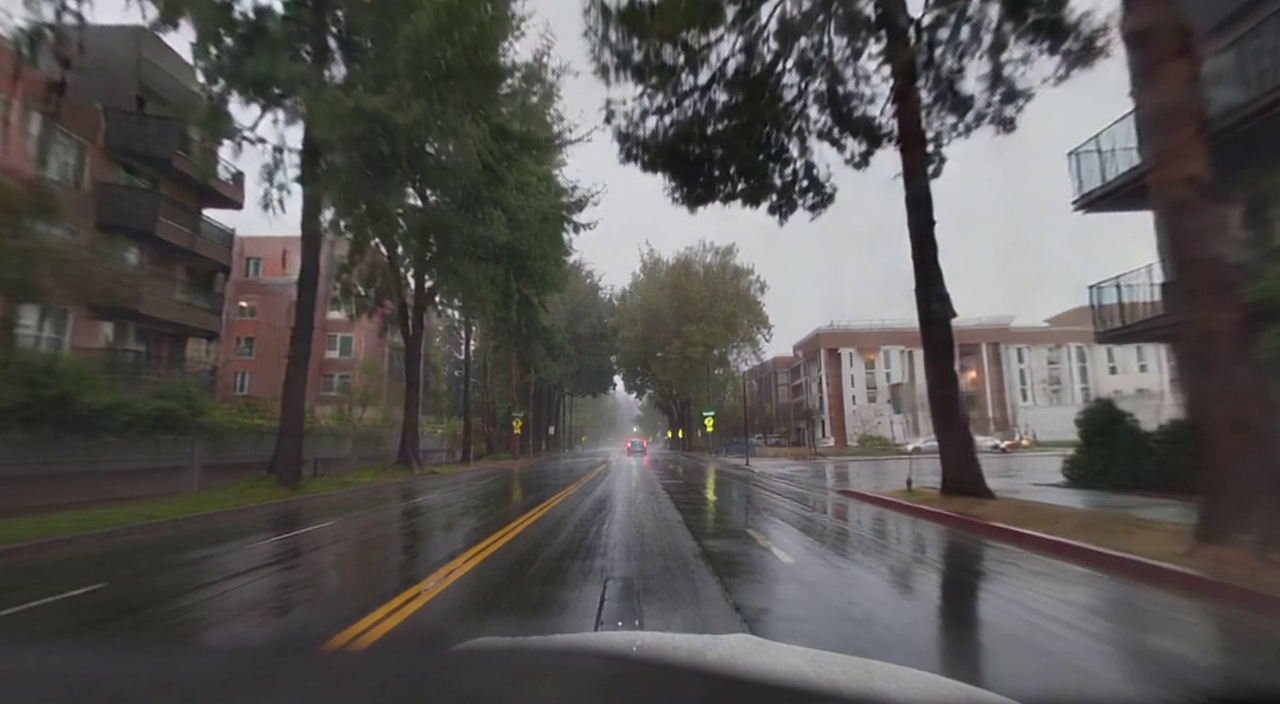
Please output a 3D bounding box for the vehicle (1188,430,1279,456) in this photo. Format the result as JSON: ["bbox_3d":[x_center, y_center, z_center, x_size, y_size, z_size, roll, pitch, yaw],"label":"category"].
[{"bbox_3d":[39.475,6.067,41.857,4.244,1.673,1.871,-1,-9,-1],"label":"vehicle"}]

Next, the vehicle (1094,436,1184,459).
[{"bbox_3d":[33.310,6.389,42.063,4.305,1.464,1.875,-1,-9,1],"label":"vehicle"}]
